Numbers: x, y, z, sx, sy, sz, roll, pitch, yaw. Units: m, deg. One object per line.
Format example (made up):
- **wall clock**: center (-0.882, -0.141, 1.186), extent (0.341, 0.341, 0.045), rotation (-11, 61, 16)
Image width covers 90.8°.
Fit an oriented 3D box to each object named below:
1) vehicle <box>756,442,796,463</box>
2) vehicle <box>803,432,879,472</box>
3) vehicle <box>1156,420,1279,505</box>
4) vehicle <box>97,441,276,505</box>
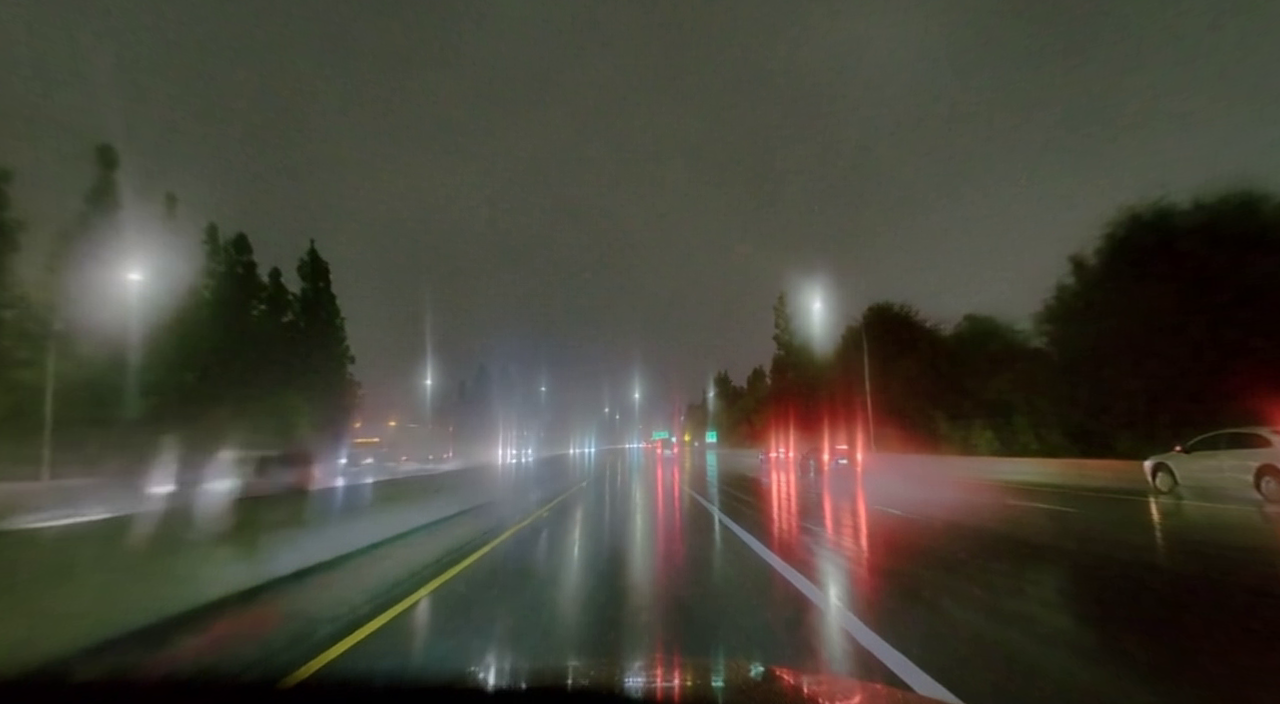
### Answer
- **vehicle**: center (10.164, 7.563, 47.613), extent (1.931, 1.479, 4.183), rotation (0, -8, -2)
- **vehicle**: center (9.677, 4.865, 30.853), extent (2.098, 1.820, 4.505), rotation (0, -8, -2)
- **vehicle**: center (13.956, 2.354, 13.563), extent (1.957, 1.709, 4.387), rotation (0, -8, -1)
- **vehicle**: center (-12.634, 3.368, 18.035), extent (1.936, 1.573, 4.320), rotation (0, -9, -1)
